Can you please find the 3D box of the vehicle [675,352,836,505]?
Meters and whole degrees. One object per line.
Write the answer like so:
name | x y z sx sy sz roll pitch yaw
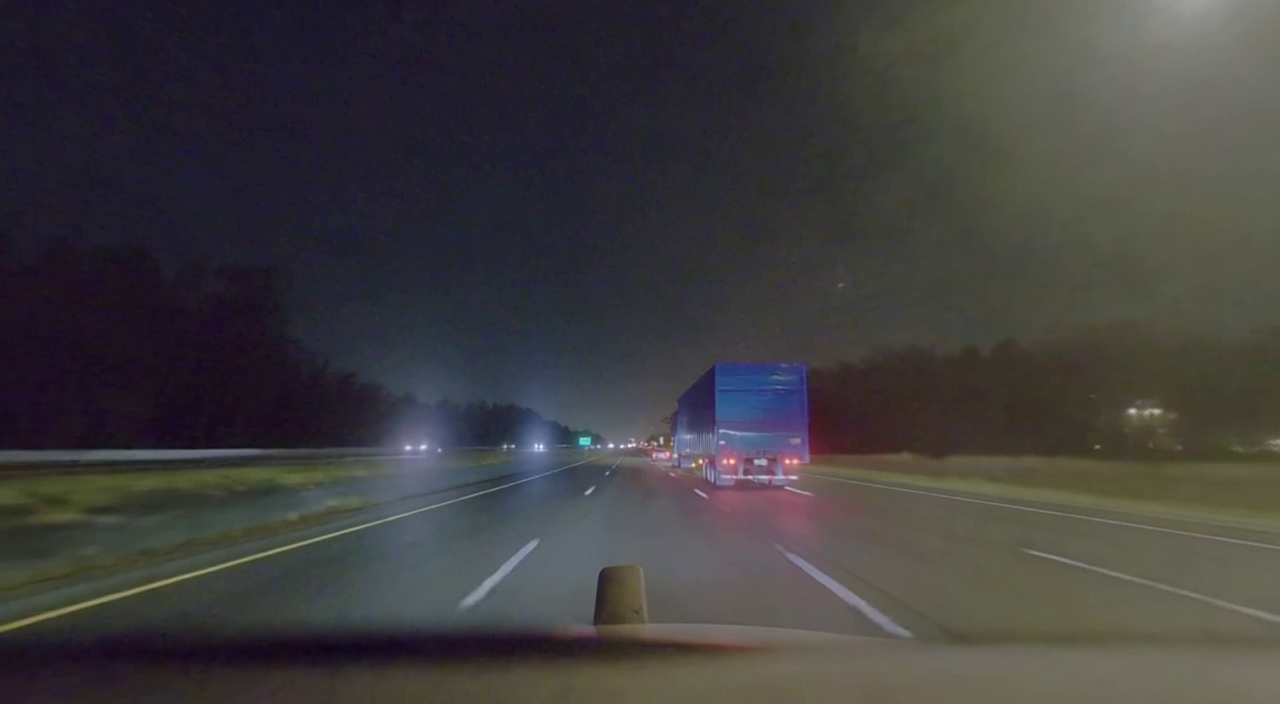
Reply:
vehicle | 3.593 3.329 25.514 3.462 4.177 16.311 0 -9 0

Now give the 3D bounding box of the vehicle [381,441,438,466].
vehicle | -15.341 6.807 42.316 1.992 1.520 4.889 0 -9 0
